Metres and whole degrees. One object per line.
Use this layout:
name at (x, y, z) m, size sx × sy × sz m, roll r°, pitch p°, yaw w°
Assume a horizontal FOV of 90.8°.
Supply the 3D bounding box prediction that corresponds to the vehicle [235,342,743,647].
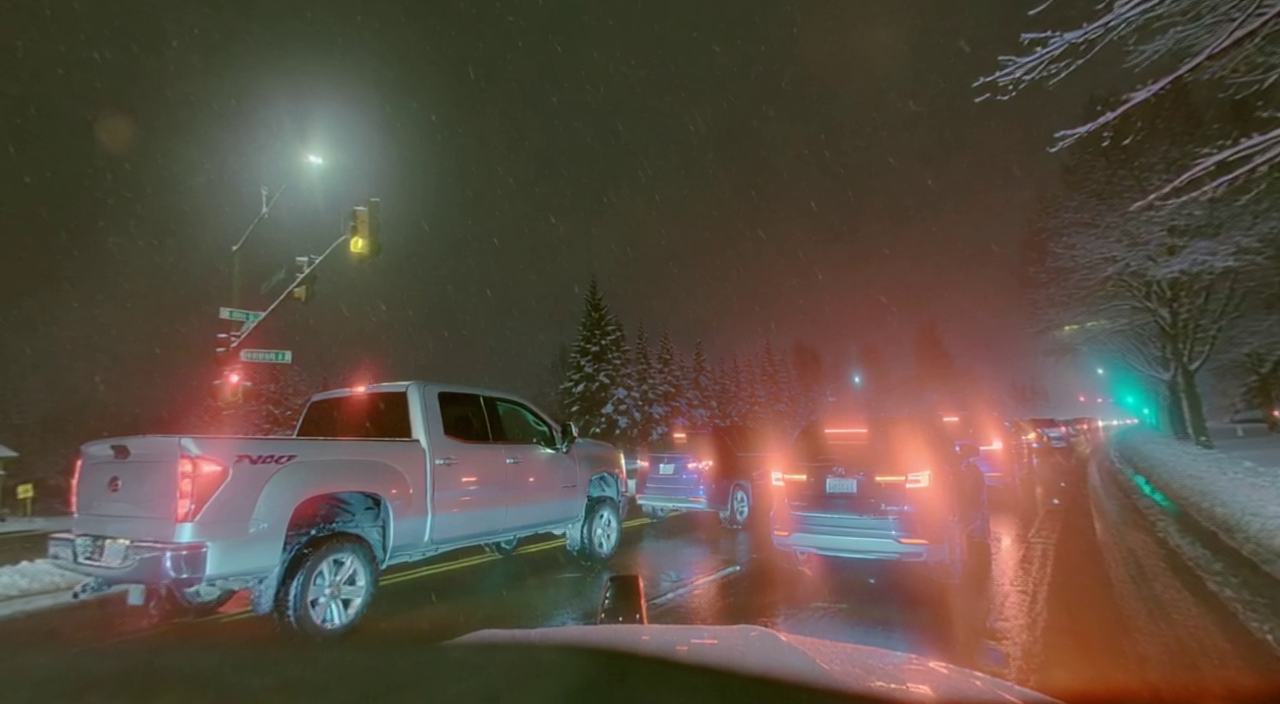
vehicle at (-0.873, 1.401, 7.470) m, size 2.272 × 2.016 × 6.146 m, roll -4°, pitch -10°, yaw 27°

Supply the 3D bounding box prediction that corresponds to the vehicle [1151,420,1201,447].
vehicle at (35.765, 5.482, 42.195) m, size 2.183 × 1.714 × 4.491 m, roll -7°, pitch -11°, yaw 37°

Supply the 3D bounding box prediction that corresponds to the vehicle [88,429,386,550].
vehicle at (-8.260, 2.744, 13.499) m, size 2.174 × 2.057 × 4.738 m, roll -6°, pitch -10°, yaw 33°

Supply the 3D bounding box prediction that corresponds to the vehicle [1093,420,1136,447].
vehicle at (32.803, 5.679, 43.720) m, size 2.160 × 1.790 × 4.303 m, roll -6°, pitch -10°, yaw 35°

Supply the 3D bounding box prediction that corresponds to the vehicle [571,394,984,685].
vehicle at (1.720, 1.378, 5.990) m, size 2.027 × 1.549 × 4.801 m, roll -6°, pitch -10°, yaw 35°
